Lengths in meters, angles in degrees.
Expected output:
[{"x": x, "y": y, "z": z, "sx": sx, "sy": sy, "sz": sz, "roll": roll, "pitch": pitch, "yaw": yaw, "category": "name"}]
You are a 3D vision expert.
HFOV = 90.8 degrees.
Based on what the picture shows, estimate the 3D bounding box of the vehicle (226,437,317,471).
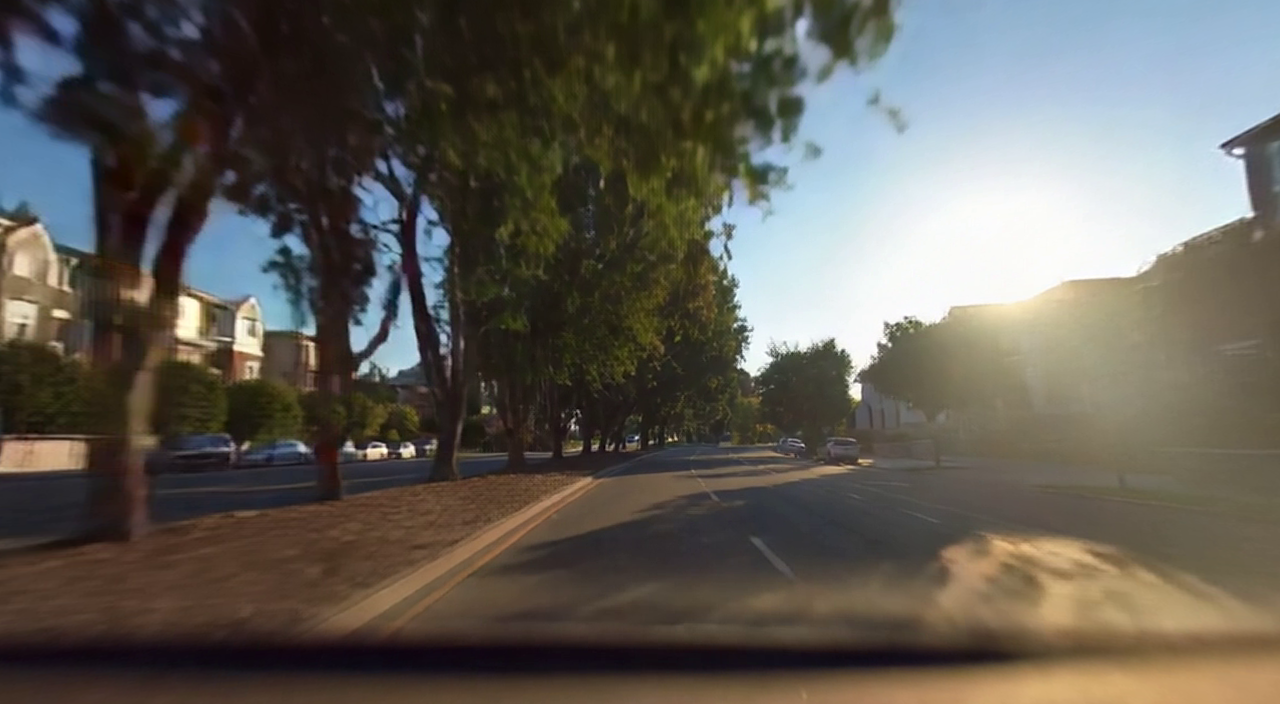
[{"x": -18.115, "y": 5.057, "z": 31.312, "sx": 1.802, "sy": 1.487, "sz": 4.359, "roll": -2, "pitch": -9, "yaw": 2, "category": "vehicle"}]

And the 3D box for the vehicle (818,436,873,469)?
[{"x": 12.101, "y": 5.898, "z": 37.517, "sx": 2.037, "sy": 1.655, "sz": 4.760, "roll": 3, "pitch": -7, "yaw": 6, "category": "vehicle"}]

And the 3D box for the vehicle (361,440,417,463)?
[{"x": -17.151, "y": 6.830, "z": 43.395, "sx": 1.829, "sy": 1.452, "sz": 4.562, "roll": -3, "pitch": -9, "yaw": 2, "category": "vehicle"}]

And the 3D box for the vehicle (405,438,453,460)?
[{"x": -16.391, "y": 7.627, "z": 49.356, "sx": 1.908, "sy": 1.500, "sz": 4.470, "roll": -3, "pitch": -10, "yaw": 5, "category": "vehicle"}]

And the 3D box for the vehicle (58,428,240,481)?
[{"x": -18.488, "y": 3.912, "z": 24.316, "sx": 2.226, "sy": 1.733, "sz": 5.775, "roll": -1, "pitch": -9, "yaw": 3, "category": "vehicle"}]

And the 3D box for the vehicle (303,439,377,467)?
[{"x": -17.573, "y": 5.979, "z": 37.325, "sx": 1.823, "sy": 1.455, "sz": 4.680, "roll": -3, "pitch": -9, "yaw": 5, "category": "vehicle"}]
